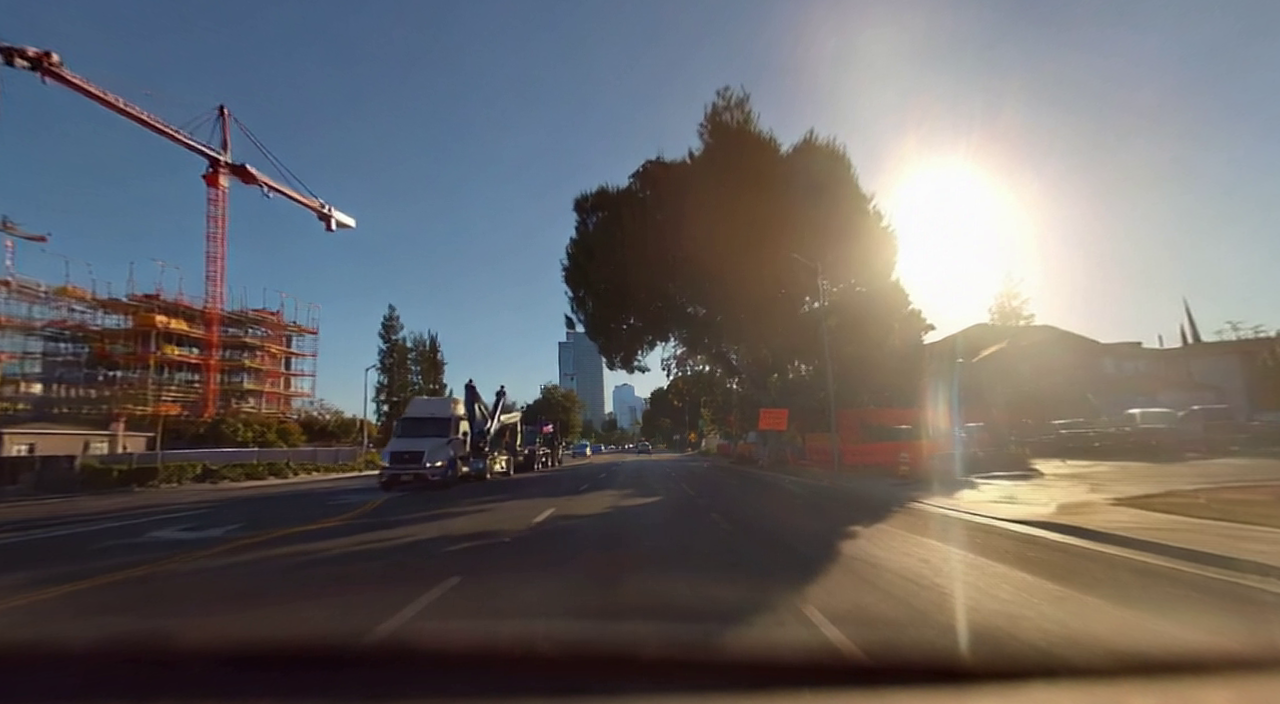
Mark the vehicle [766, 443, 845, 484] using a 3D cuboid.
[{"bbox_3d":[6.601,4.471,25.604,1.933,1.488,4.736,0,-8,0],"label":"vehicle"}]

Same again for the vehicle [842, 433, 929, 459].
[{"bbox_3d":[16.003,6.128,41.069,4.775,1.610,2.147,1,-8,-2],"label":"vehicle"}]

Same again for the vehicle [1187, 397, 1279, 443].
[{"bbox_3d":[29.953,3.345,30.453,4.720,2.131,2.111,0,-8,0],"label":"vehicle"}]

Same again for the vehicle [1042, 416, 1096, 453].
[{"bbox_3d":[23.237,4.542,34.168,2.078,1.823,5.181,-5,-10,31],"label":"vehicle"}]

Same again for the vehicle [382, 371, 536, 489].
[{"bbox_3d":[-7.012,3.407,26.666,3.071,3.982,10.729,0,-8,1],"label":"vehicle"}]

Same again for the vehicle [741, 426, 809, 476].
[{"bbox_3d":[6.673,4.968,31.785,2.233,2.269,5.757,0,-8,1],"label":"vehicle"}]
